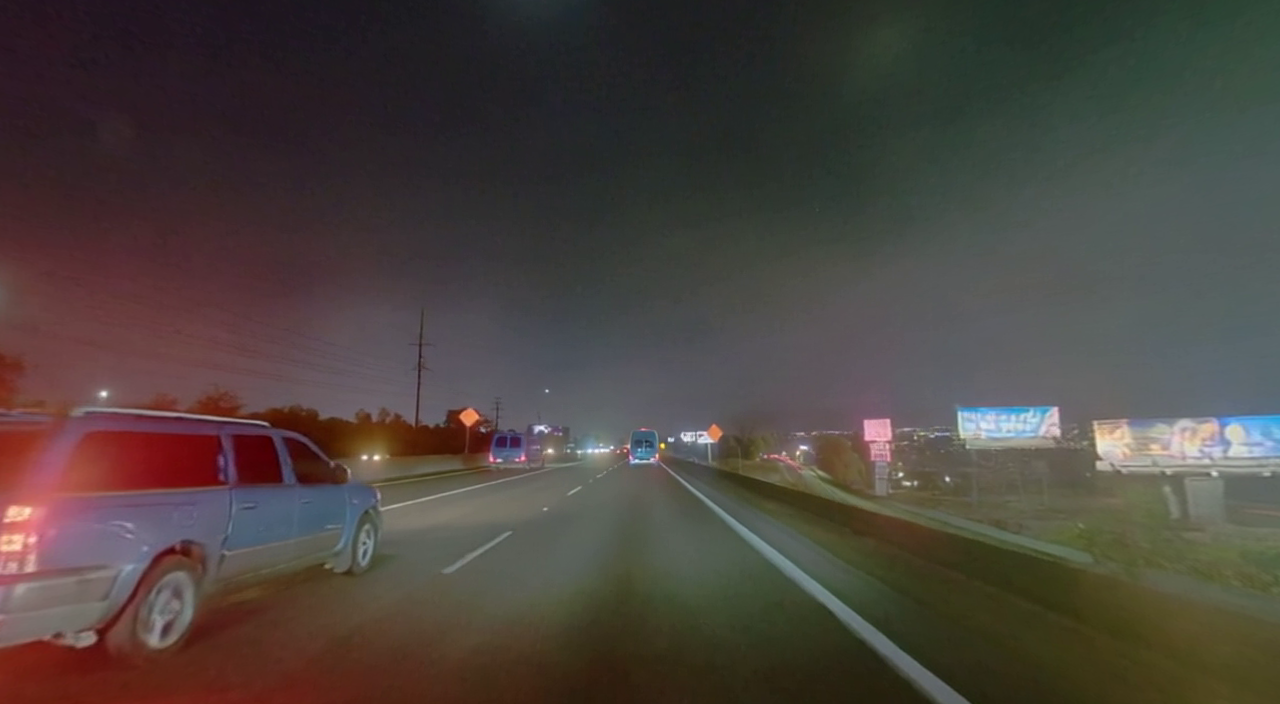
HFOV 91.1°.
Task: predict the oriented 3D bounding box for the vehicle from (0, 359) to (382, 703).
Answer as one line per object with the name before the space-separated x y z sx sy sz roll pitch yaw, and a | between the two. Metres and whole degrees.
vehicle | -4.025 1.181 4.703 2.145 1.730 4.729 0 -9 0

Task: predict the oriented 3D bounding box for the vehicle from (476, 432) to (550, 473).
vehicle | -7.032 5.708 35.754 2.695 2.084 6.836 0 -9 1

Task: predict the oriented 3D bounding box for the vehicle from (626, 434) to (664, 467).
vehicle | 0.336 7.359 46.902 2.692 2.279 5.695 0 -9 0
